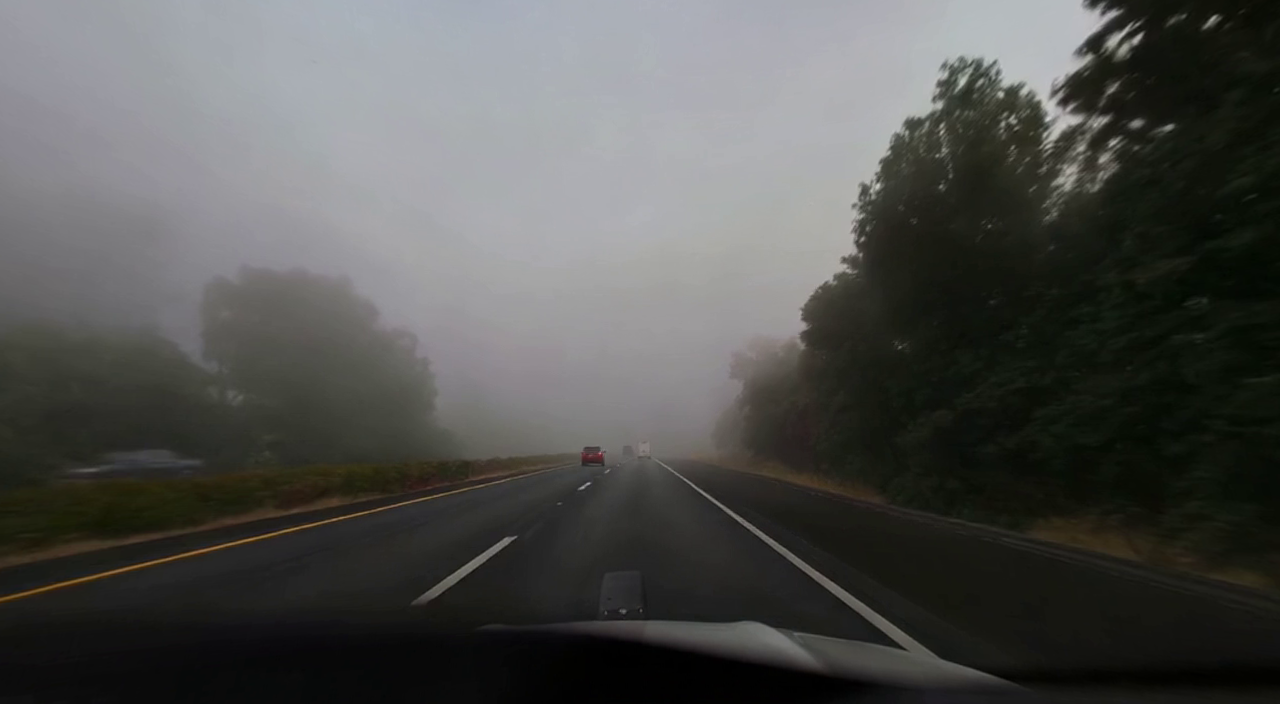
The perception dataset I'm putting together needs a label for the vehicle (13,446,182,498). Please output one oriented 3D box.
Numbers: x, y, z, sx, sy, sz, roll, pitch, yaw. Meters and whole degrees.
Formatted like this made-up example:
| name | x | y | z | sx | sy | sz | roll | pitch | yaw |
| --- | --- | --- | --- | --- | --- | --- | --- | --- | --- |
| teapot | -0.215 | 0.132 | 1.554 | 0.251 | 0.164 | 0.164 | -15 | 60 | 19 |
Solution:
| name | x | y | z | sx | sy | sz | roll | pitch | yaw |
| --- | --- | --- | --- | --- | --- | --- | --- | --- | --- |
| vehicle | -16.452 | 3.625 | 19.406 | 1.768 | 1.435 | 3.802 | 0 | -9 | 1 |
